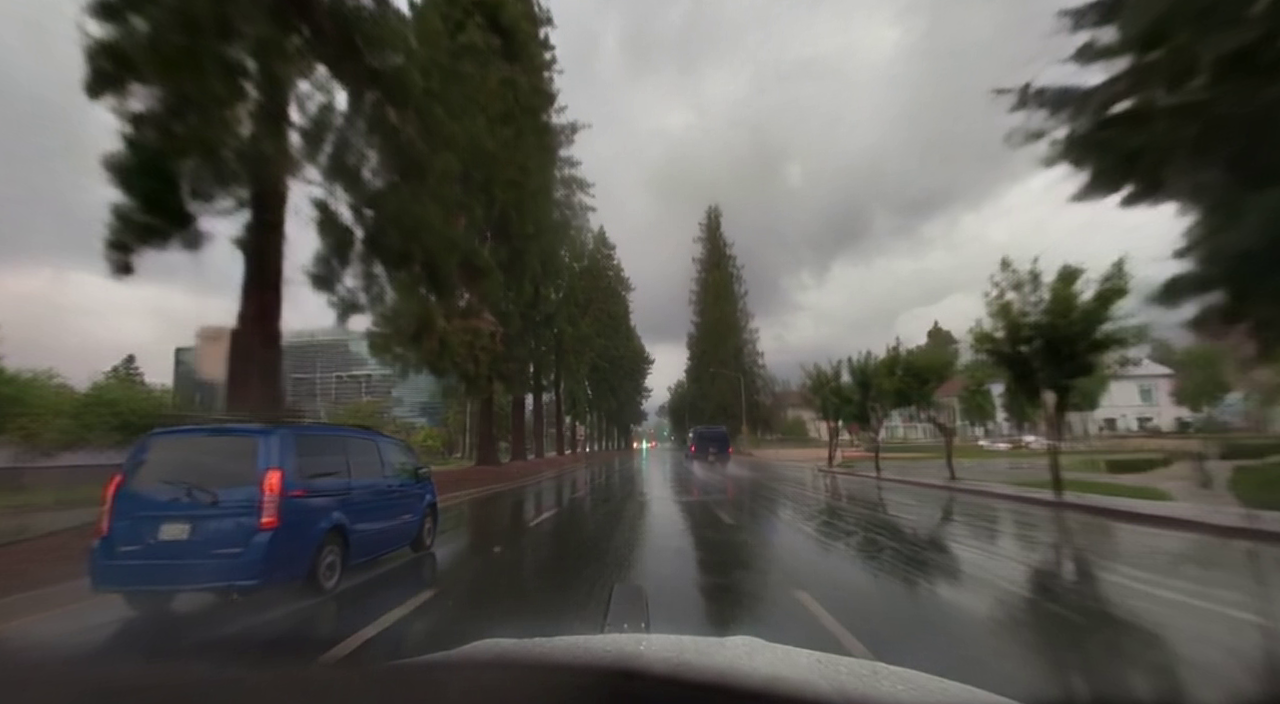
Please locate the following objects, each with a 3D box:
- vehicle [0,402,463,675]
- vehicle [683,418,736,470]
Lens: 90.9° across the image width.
[{"bbox_3d":[-3.490,1.446,6.090,2.129,1.602,4.532,0,-8,2],"label":"vehicle"},{"bbox_3d":[3.820,5.232,35.687,2.349,2.671,5.744,0,-8,0],"label":"vehicle"}]
